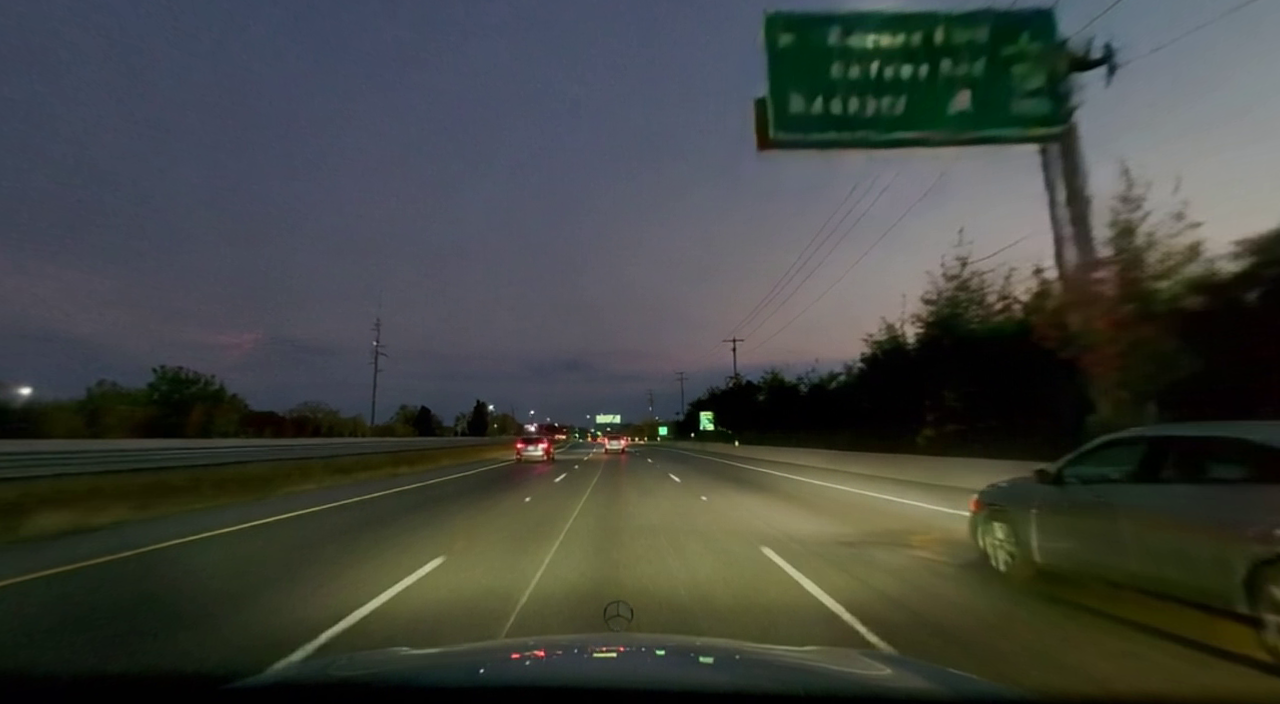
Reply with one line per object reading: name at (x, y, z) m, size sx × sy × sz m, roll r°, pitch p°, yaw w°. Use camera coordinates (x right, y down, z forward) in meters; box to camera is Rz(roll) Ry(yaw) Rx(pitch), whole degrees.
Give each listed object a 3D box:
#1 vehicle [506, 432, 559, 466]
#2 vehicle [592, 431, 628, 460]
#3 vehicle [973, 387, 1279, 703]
vehicle at (-5.368, 4.892, 31.938) m, size 2.100 × 1.590 × 4.077 m, roll 0°, pitch -8°, yaw -2°
vehicle at (-1.820, 5.850, 39.616) m, size 2.159 × 1.690 × 3.720 m, roll 0°, pitch -8°, yaw -1°
vehicle at (3.789, 0.941, 2.708) m, size 2.033 × 1.576 × 4.691 m, roll 0°, pitch -8°, yaw -2°
